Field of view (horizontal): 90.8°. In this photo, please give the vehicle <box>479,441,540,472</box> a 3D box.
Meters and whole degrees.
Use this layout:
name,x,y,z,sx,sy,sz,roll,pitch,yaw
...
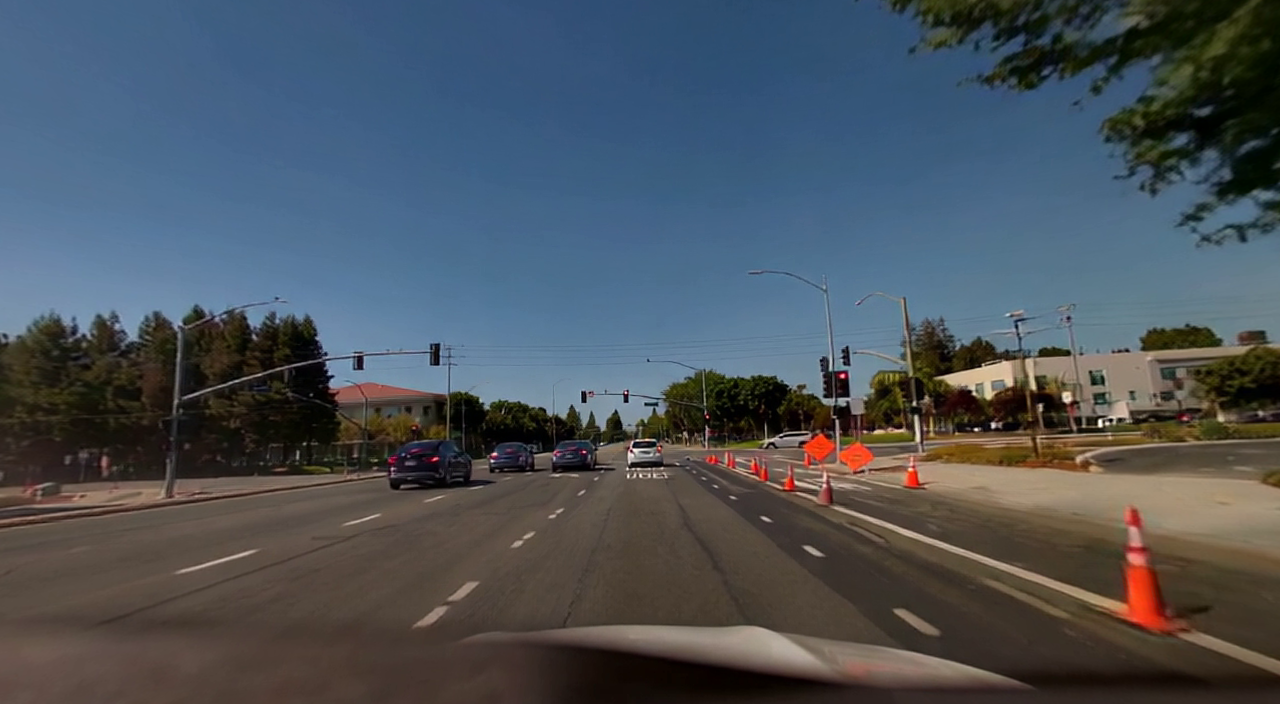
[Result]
name,x,y,z,sx,sy,sz,roll,pitch,yaw
vehicle,-6.493,5.262,32.037,2.074,1.447,4.224,0,-8,2

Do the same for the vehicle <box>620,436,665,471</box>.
name,x,y,z,sx,sy,sz,roll,pitch,yaw
vehicle,0.119,4.758,29.742,1.985,1.521,3.968,0,-8,1

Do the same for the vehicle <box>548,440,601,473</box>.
name,x,y,z,sx,sy,sz,roll,pitch,yaw
vehicle,-2.961,4.828,29.407,1.946,1.437,4.154,0,-8,1

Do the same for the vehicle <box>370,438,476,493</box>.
name,x,y,z,sx,sy,sz,roll,pitch,yaw
vehicle,-6.749,3.554,20.161,1.869,1.570,4.064,0,-8,1
